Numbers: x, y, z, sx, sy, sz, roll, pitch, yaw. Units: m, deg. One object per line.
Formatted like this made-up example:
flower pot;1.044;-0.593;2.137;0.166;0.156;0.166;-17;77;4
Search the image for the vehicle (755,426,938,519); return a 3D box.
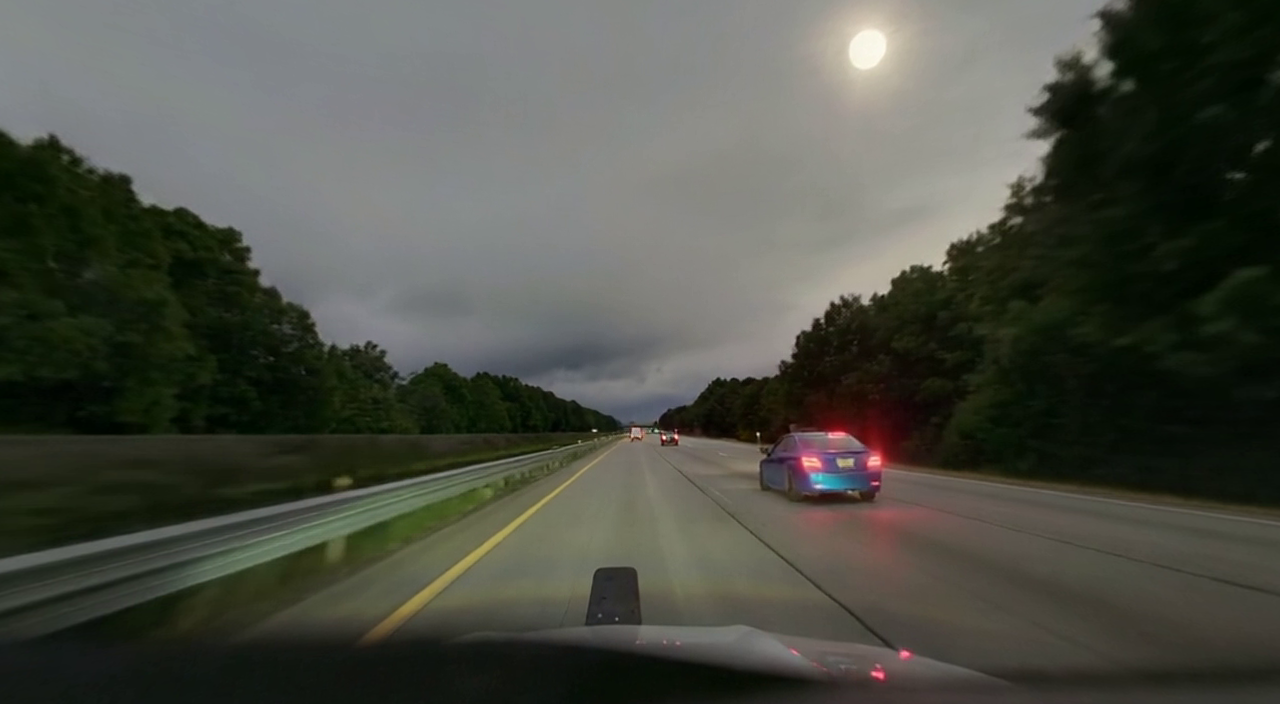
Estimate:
vehicle;3.792;2.264;12.528;2.017;1.502;4.369;0;-8;-2
